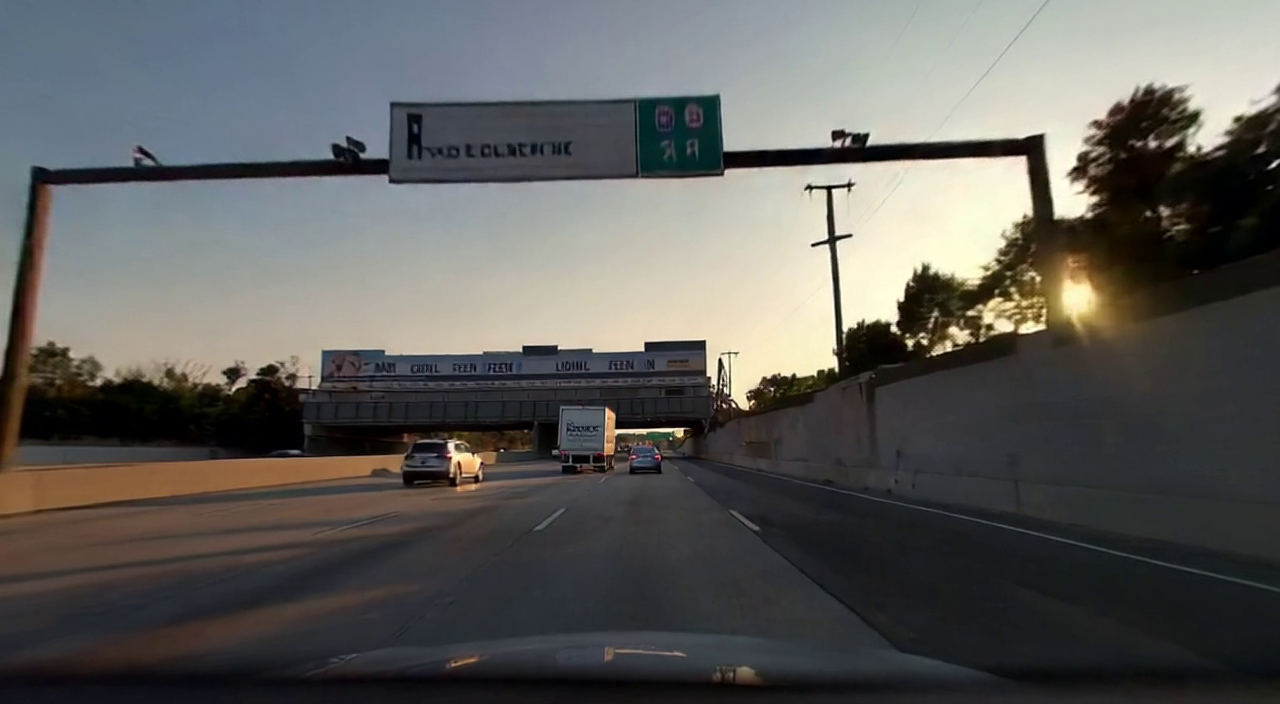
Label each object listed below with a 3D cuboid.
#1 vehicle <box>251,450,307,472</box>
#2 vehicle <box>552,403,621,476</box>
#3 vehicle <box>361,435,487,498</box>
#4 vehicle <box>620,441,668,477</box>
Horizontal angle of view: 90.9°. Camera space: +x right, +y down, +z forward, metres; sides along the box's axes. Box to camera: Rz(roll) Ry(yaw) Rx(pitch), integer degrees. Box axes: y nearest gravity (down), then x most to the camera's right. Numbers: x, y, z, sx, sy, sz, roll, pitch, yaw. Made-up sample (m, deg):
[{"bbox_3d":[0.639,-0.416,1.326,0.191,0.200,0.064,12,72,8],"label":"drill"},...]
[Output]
[{"bbox_3d":[-26.596,8.000,46.585,1.756,1.501,4.035,0,-9,1],"label":"vehicle"},{"bbox_3d":[-2.710,4.882,34.840,2.794,3.460,8.595,-1,-9,2],"label":"vehicle"},{"bbox_3d":[-6.350,3.412,19.200,2.124,1.674,4.541,0,-9,1],"label":"vehicle"},{"bbox_3d":[0.214,5.067,30.020,2.168,1.597,3.615,0,-9,1],"label":"vehicle"}]
